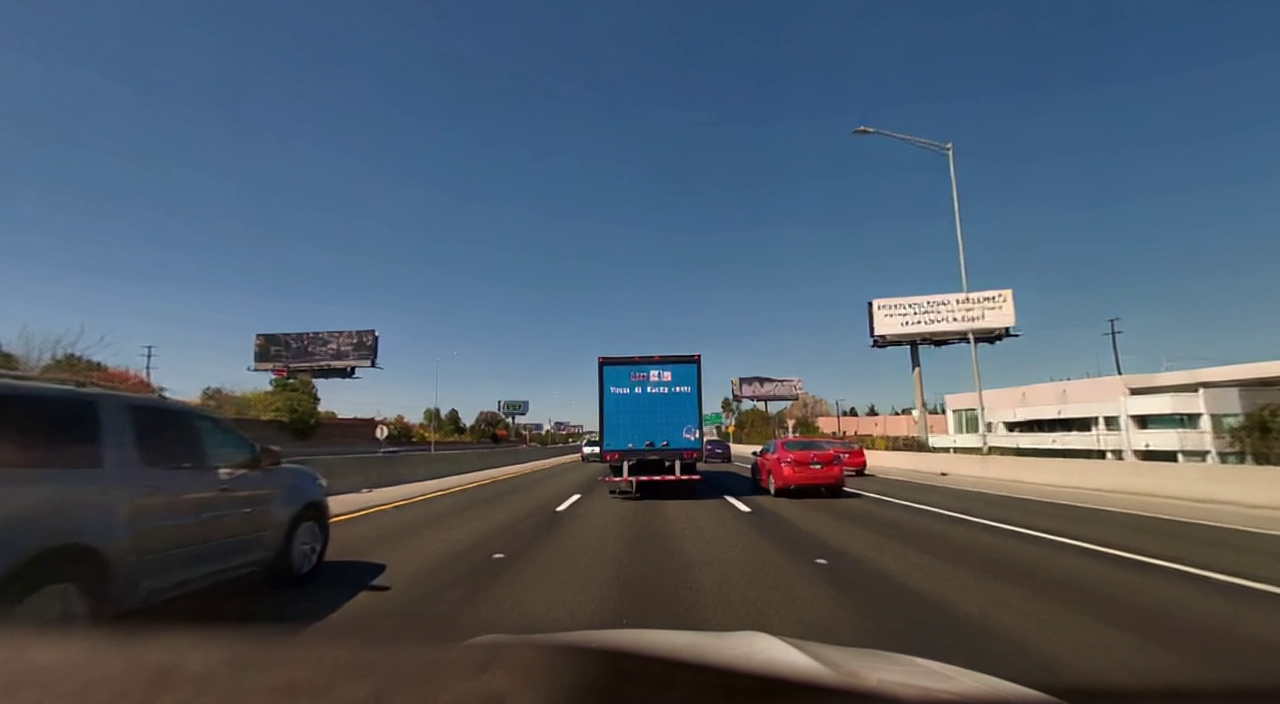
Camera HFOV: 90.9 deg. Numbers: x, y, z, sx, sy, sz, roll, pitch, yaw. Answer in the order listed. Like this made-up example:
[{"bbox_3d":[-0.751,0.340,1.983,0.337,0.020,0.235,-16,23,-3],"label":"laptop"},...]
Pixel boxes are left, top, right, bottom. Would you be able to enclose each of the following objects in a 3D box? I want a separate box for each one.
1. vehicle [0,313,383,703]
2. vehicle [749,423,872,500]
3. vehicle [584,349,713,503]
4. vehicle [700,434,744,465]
[{"bbox_3d":[-3.482,0.944,3.618,2.133,1.808,4.349,0,-8,0],"label":"vehicle"},{"bbox_3d":[4.222,2.769,16.403,1.986,1.718,4.296,0,-8,0],"label":"vehicle"},{"bbox_3d":[0.288,2.178,17.850,2.733,3.296,8.571,0,-8,2],"label":"vehicle"},{"bbox_3d":[4.841,5.822,37.901,2.066,1.692,4.339,0,-8,0],"label":"vehicle"}]
